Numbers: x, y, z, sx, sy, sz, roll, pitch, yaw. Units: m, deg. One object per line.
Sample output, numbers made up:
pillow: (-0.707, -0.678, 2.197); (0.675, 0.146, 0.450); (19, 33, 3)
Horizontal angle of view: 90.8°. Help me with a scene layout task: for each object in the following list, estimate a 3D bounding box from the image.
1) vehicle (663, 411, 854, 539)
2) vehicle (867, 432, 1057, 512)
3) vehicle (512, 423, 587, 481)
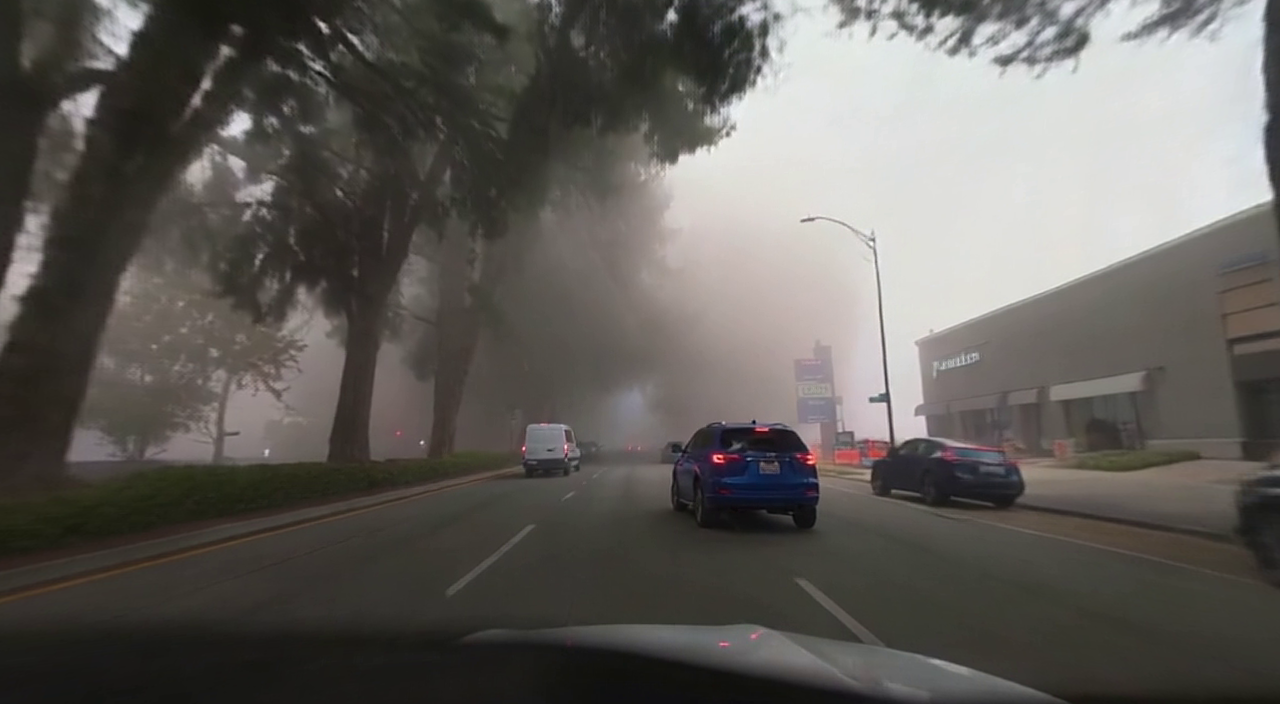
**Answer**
vehicle: (1.701, 1.991, 10.782); (2.168, 1.725, 4.192); (1, -9, -4)
vehicle: (6.835, 2.577, 14.051); (1.853, 1.483, 4.313); (0, -9, -1)
vehicle: (-3.525, 4.060, 25.832); (2.357, 2.063, 5.488); (0, -9, -1)
